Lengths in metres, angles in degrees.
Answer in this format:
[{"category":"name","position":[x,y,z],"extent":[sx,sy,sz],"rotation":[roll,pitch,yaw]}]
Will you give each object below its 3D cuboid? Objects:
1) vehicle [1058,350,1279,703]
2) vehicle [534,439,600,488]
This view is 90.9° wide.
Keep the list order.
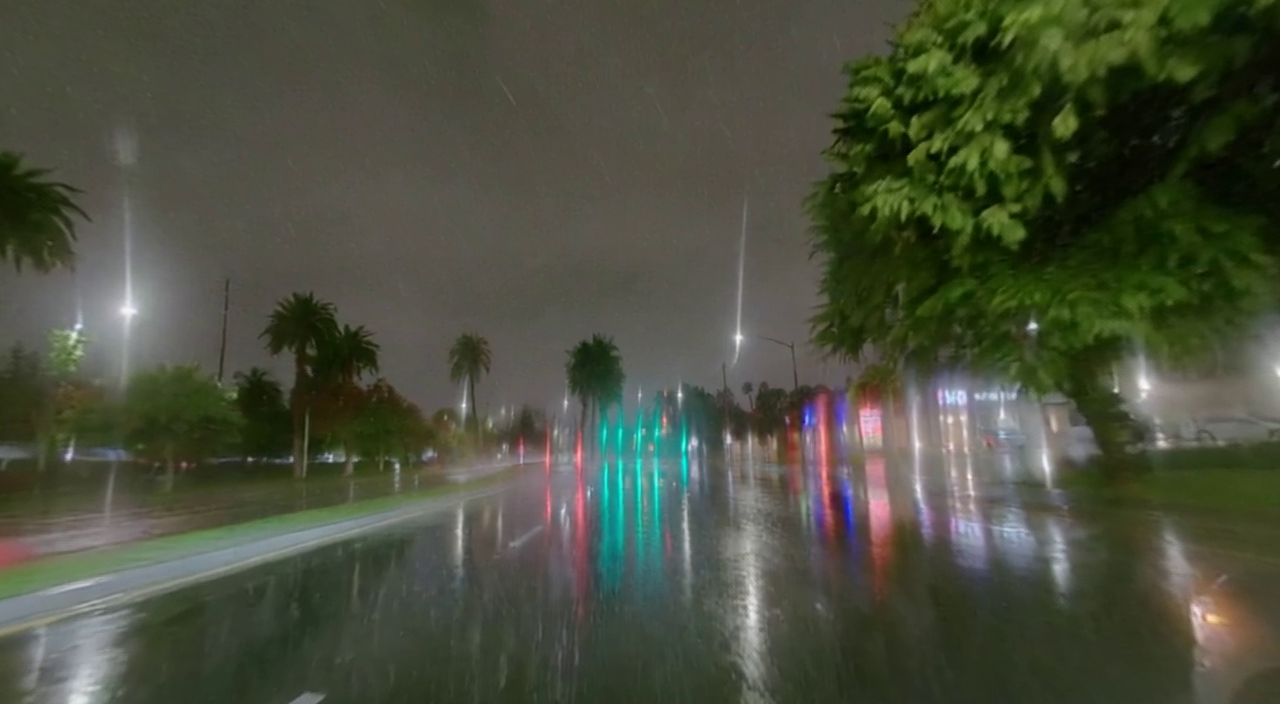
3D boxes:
[{"category":"vehicle","position":[2.774,0.563,0.553],"extent":[1.946,1.513,4.133],"rotation":[-1,-9,0]},{"category":"vehicle","position":[-2.804,4.417,25.190],"extent":[1.998,1.743,4.402],"rotation":[-1,-9,1]}]
